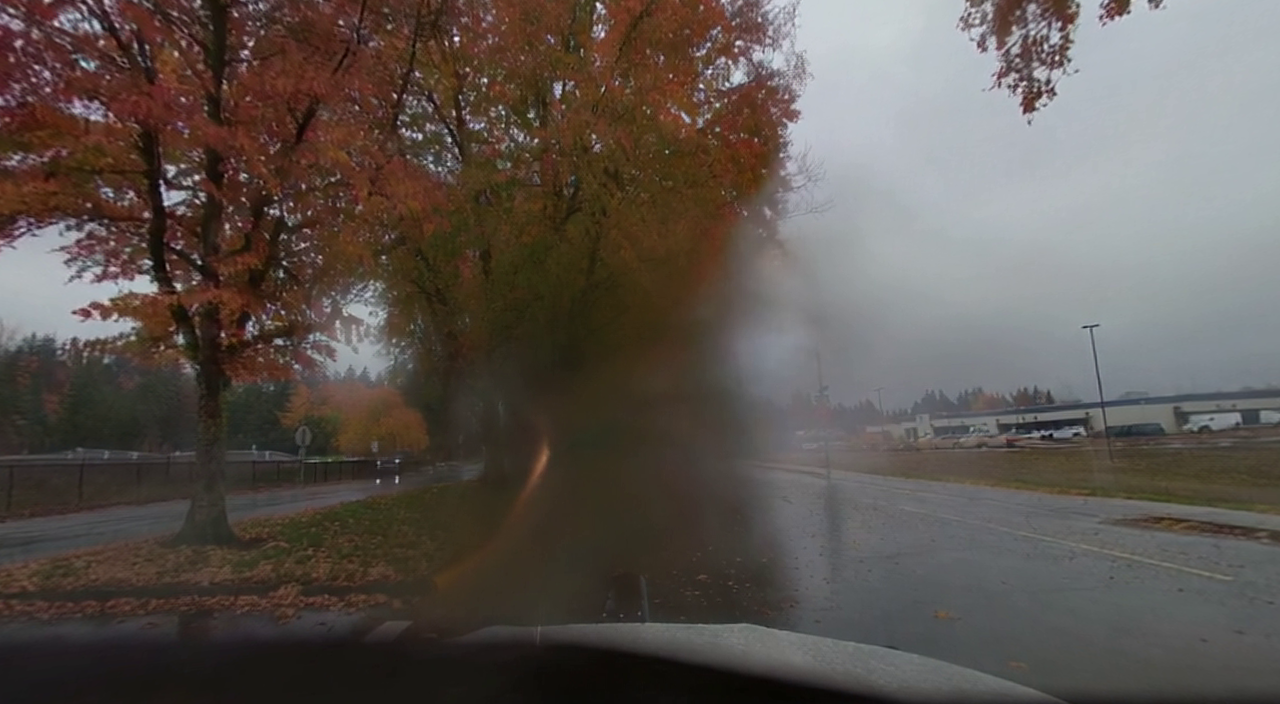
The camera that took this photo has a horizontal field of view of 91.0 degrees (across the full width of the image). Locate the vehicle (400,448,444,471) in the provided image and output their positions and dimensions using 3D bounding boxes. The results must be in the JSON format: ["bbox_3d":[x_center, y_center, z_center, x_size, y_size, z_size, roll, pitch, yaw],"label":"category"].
[{"bbox_3d":[-17.238,8.473,49.911,1.902,1.720,3.248,-2,-9,11],"label":"vehicle"}]

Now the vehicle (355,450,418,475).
[{"bbox_3d":[-18.300,7.988,45.655,1.907,1.644,4.410,-2,-9,14],"label":"vehicle"}]
